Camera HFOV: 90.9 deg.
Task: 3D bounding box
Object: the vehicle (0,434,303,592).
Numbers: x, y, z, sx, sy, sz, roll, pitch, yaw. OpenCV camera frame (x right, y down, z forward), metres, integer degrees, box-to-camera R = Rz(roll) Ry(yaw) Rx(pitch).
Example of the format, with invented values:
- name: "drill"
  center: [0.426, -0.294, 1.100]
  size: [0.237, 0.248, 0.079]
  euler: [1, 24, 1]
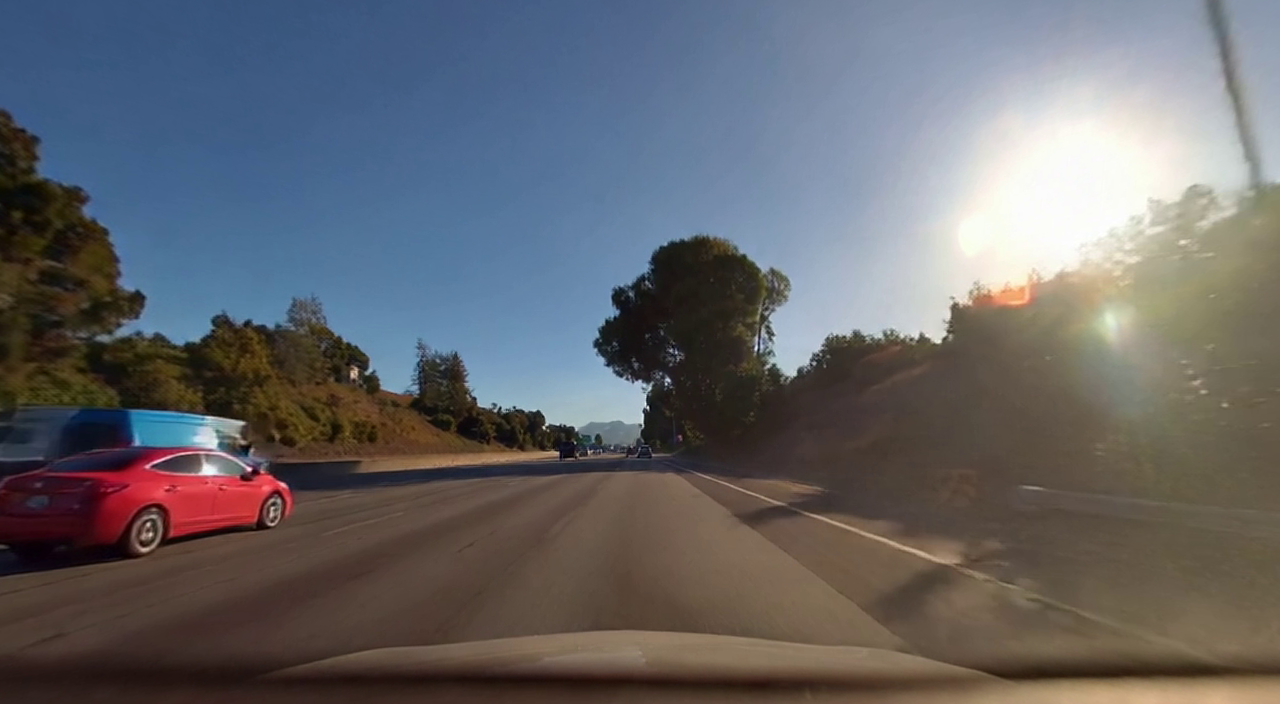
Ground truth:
- name: "vehicle"
  center: [-6.812, 1.888, 8.415]
  size: [1.981, 1.486, 4.735]
  euler: [0, -8, 0]
